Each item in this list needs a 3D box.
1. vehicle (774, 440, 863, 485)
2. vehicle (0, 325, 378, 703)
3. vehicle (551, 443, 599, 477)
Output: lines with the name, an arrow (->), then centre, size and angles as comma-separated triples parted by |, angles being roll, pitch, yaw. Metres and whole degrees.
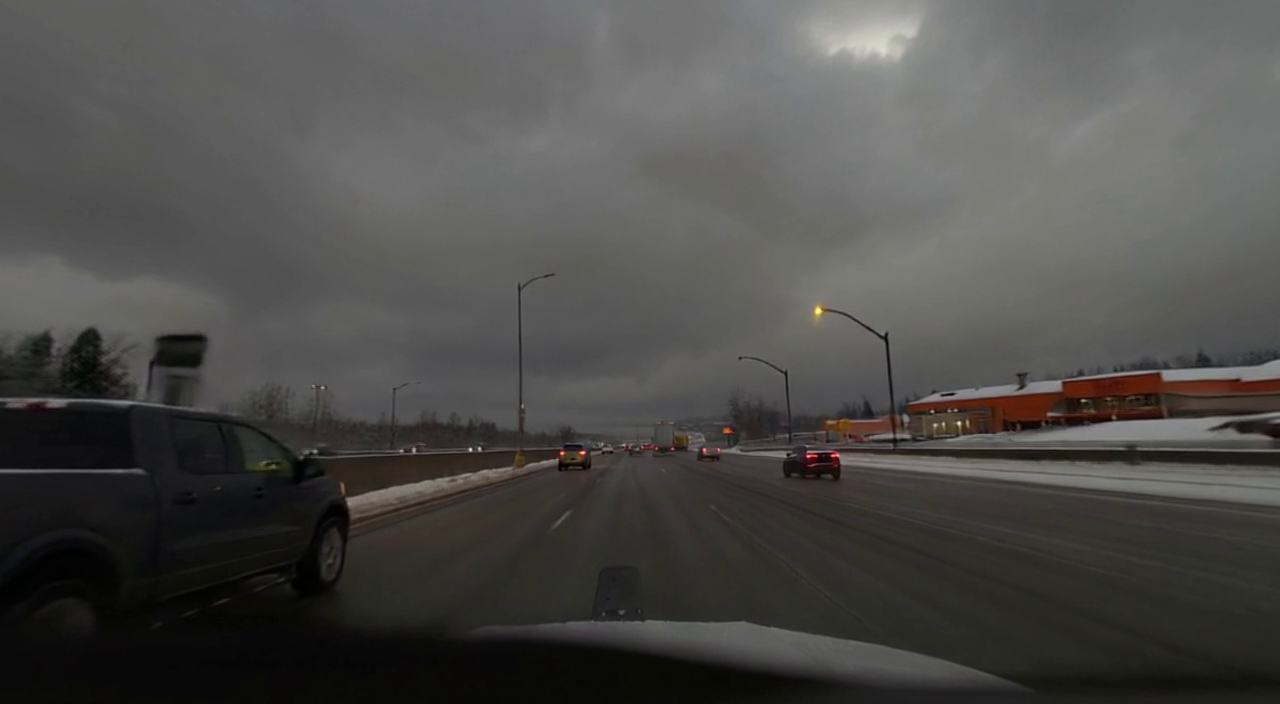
vehicle -> 6.613, 4.134, 23.858 | 1.980, 1.501, 4.433 | 0, -9, -1
vehicle -> -3.533, 0.959, 3.469 | 2.130, 1.799, 4.583 | 0, -9, 1
vehicle -> -3.045, 5.191, 30.449 | 1.929, 1.521, 4.097 | 0, -9, 0
